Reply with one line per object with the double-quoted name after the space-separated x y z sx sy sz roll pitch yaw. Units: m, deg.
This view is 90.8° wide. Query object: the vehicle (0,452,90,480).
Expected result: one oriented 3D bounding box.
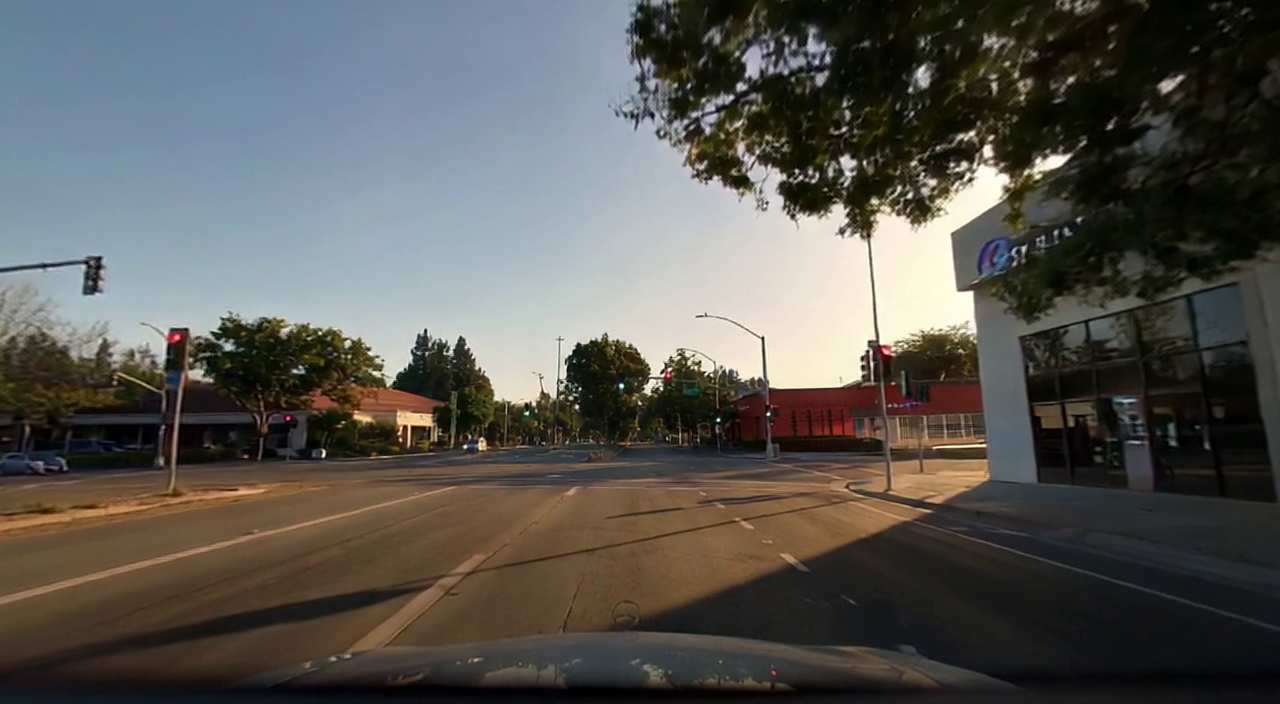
-34.333 6.435 35.781 4.500 1.465 1.936 0 -9 1 "vehicle"
